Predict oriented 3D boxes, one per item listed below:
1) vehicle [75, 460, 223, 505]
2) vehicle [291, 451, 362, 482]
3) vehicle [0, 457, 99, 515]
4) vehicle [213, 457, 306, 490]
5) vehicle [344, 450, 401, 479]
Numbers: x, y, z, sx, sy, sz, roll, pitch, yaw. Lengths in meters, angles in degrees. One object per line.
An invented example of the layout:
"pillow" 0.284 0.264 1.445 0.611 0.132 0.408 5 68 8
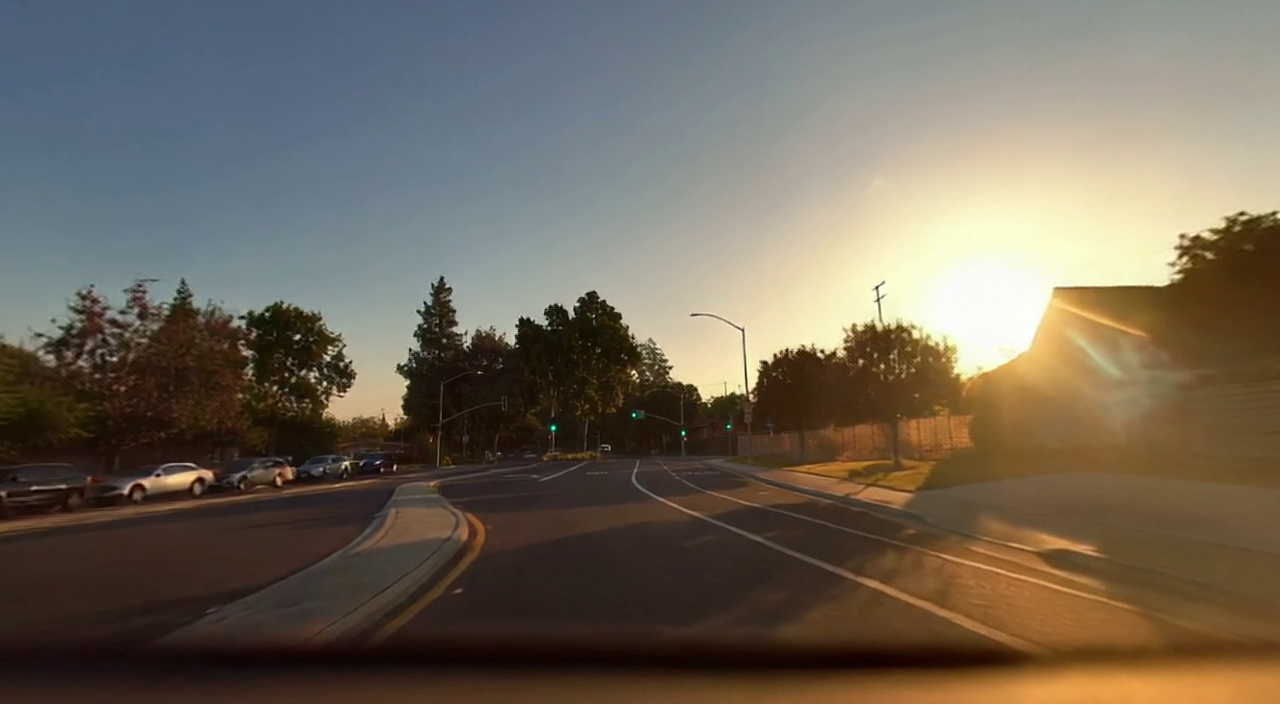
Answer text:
"vehicle" -20.903 5.527 27.212 1.954 1.575 5.225 -1 -8 3
"vehicle" -20.468 7.453 41.396 2.148 1.856 4.632 0 -8 3
"vehicle" -21.228 4.448 21.059 1.974 1.704 4.628 0 -8 3
"vehicle" -20.610 6.577 34.419 1.883 1.506 4.863 0 -8 3
"vehicle" -20.024 8.412 47.408 2.050 1.697 4.838 -4 -7 2
